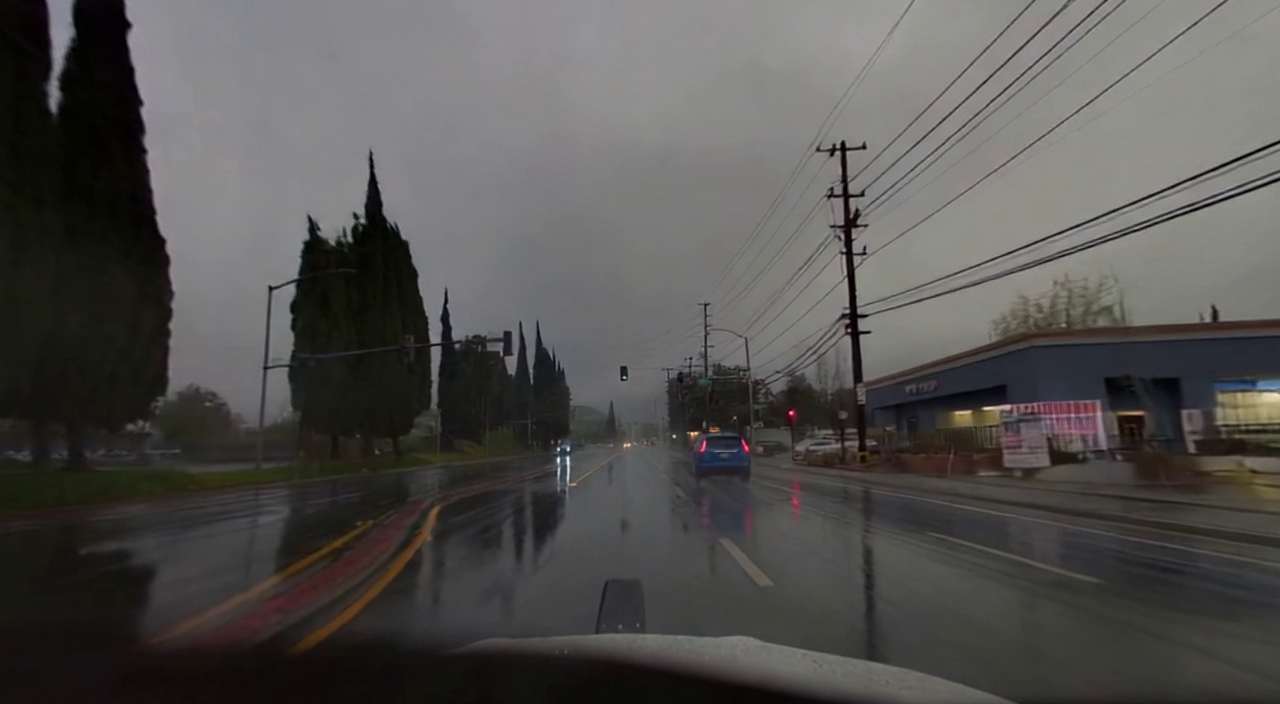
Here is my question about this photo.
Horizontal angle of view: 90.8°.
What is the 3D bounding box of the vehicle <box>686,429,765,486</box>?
[{"bbox_3d":[2.925,3.757,22.751,2.060,1.820,4.713,0,-9,-2],"label":"vehicle"}]
